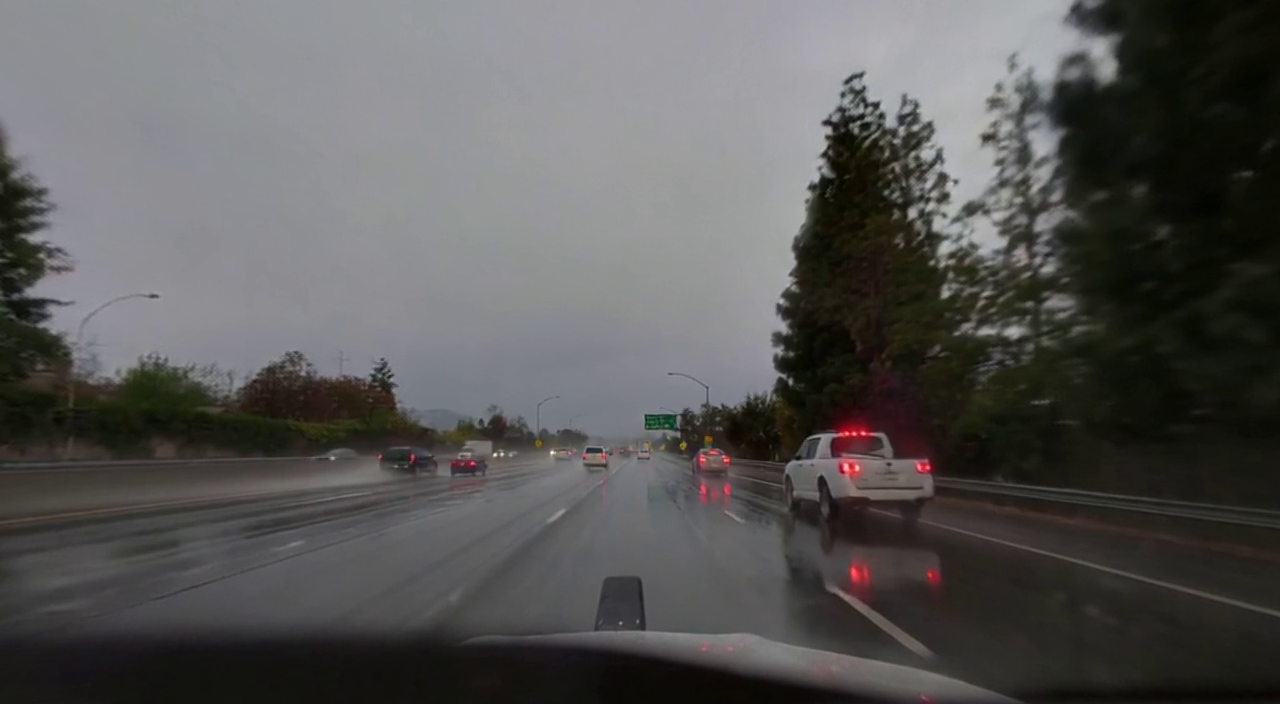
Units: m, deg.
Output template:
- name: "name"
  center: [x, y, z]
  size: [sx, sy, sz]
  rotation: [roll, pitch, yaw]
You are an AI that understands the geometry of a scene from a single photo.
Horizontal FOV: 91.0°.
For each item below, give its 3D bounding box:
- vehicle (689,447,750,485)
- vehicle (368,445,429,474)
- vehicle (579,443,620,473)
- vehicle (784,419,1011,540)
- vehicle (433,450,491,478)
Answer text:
- name: "vehicle"
  center: [3.422, 5.005, 27.986]
  size: [2.126, 1.529, 4.438]
  rotation: [0, -9, 0]
- name: "vehicle"
  center: [-16.632, 7.395, 43.595]
  size: [2.181, 1.819, 4.830]
  rotation: [0, -9, 2]
- name: "vehicle"
  center: [-2.693, 7.287, 43.529]
  size: [2.449, 1.929, 5.503]
  rotation: [0, -9, 0]
- name: "vehicle"
  center: [4.400, 2.270, 11.845]
  size: [2.218, 1.776, 4.807]
  rotation: [0, -9, 0]
- name: "vehicle"
  center: [-10.268, 6.498, 36.734]
  size: [1.974, 1.472, 4.684]
  rotation: [0, -9, 1]
